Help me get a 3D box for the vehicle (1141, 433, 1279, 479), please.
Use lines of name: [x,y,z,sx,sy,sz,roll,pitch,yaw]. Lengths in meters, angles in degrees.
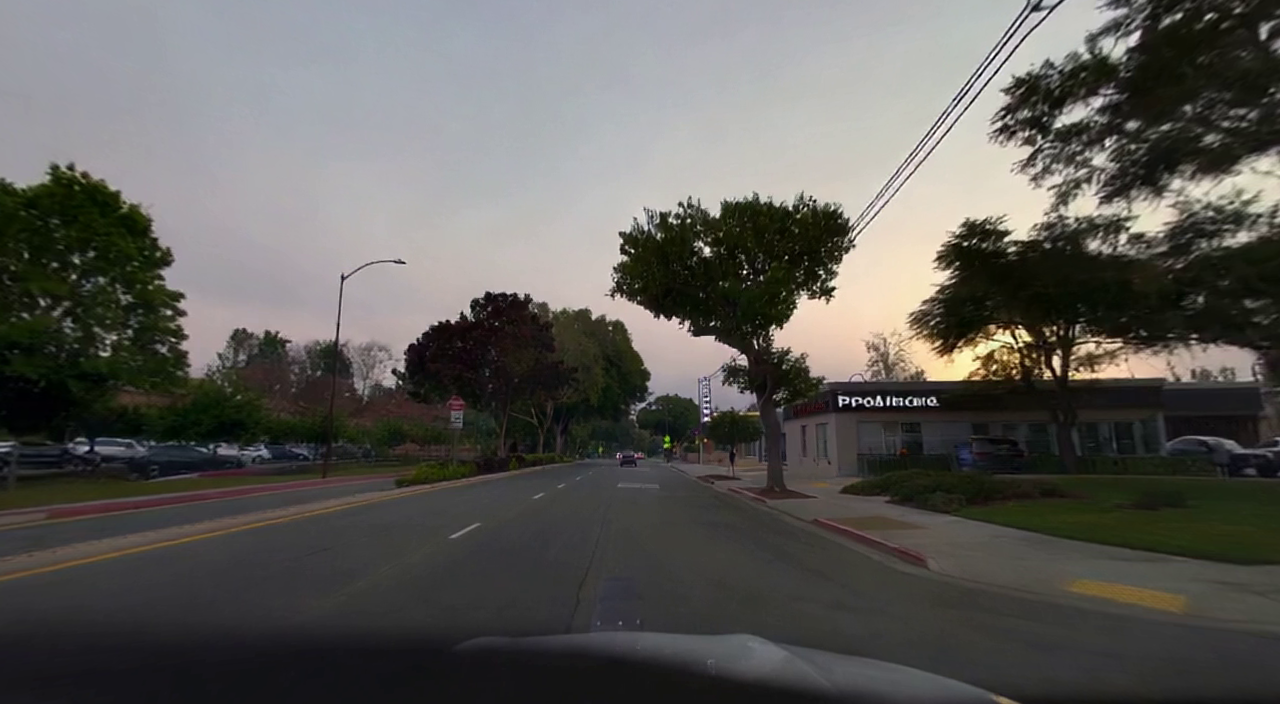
vehicle: [20.922,3.695,22.653,2.095,1.466,4.764,0,-9,2]
